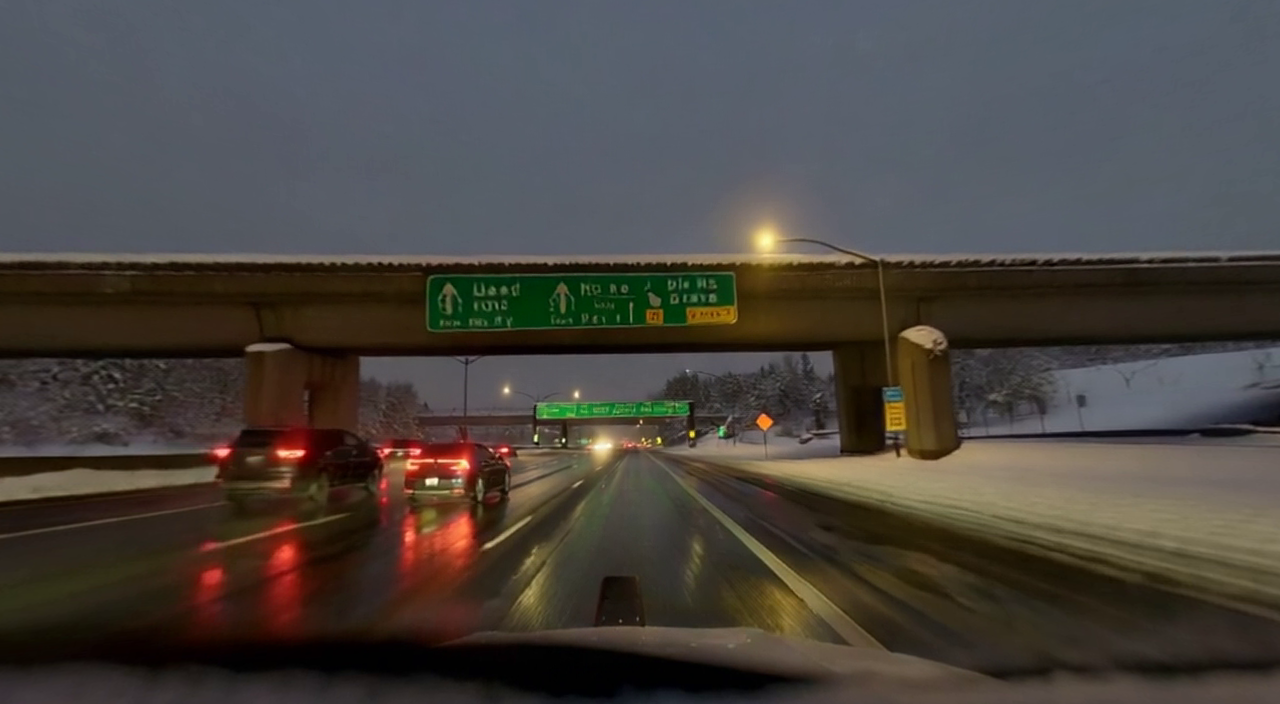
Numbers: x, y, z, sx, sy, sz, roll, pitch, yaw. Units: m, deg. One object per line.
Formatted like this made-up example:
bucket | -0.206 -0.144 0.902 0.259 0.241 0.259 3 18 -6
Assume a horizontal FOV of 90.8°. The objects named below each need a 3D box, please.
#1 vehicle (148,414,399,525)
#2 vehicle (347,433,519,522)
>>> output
vehicle | -7.229 2.371 13.358 2.208 1.876 5.088 0 -8 0
vehicle | -4.035 2.519 13.277 2.051 1.516 4.493 0 -8 0
